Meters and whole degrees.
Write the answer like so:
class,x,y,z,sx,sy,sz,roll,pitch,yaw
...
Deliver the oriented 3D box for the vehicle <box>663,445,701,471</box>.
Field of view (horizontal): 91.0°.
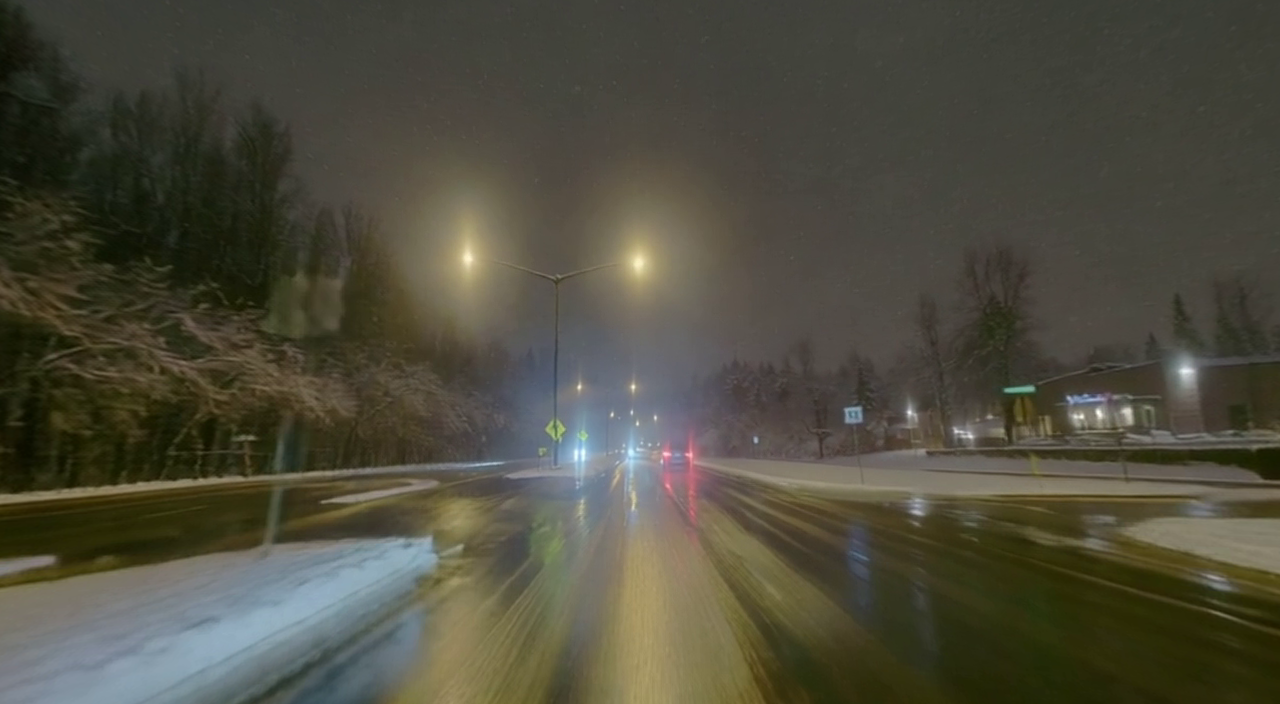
class,x,y,z,sx,sy,sz,roll,pitch,yaw
vehicle,2.582,6.717,40.044,2.044,1.537,4.528,0,-8,-1
